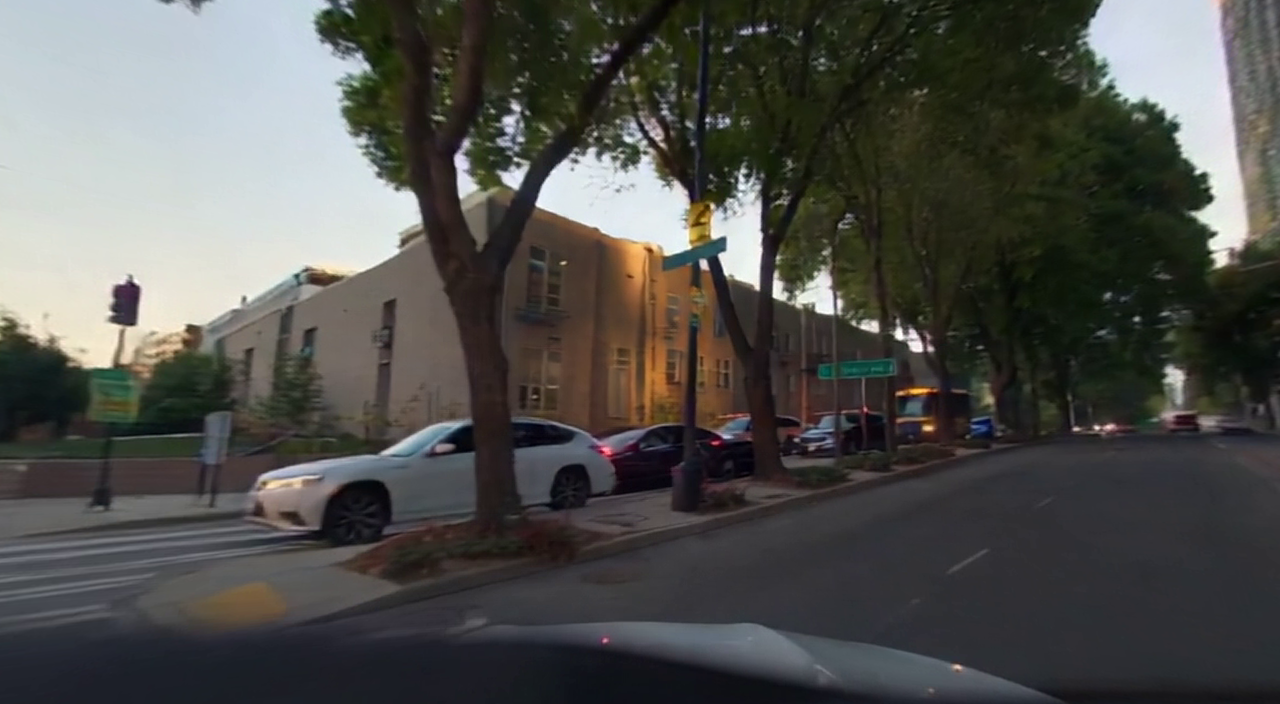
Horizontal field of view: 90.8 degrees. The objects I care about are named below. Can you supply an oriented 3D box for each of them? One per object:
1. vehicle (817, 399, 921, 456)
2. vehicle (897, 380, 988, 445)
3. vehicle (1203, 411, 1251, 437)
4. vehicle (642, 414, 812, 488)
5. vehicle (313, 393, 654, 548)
[{"bbox_3d":[8.404,2.816,22.929,1.988,1.855,4.599,-8,-11,40],"label":"vehicle"},{"bbox_3d":[14.086,2.939,29.228,2.268,2.708,5.699,-7,-11,39],"label":"vehicle"},{"bbox_3d":[39.302,4.888,42.408,1.888,1.536,4.381,-7,-11,38],"label":"vehicle"},{"bbox_3d":[2.245,2.381,15.259,1.826,1.488,4.628,-8,-11,39],"label":"vehicle"},{"bbox_3d":[-2.104,1.759,9.911,2.053,1.798,4.841,-8,-11,40],"label":"vehicle"}]
